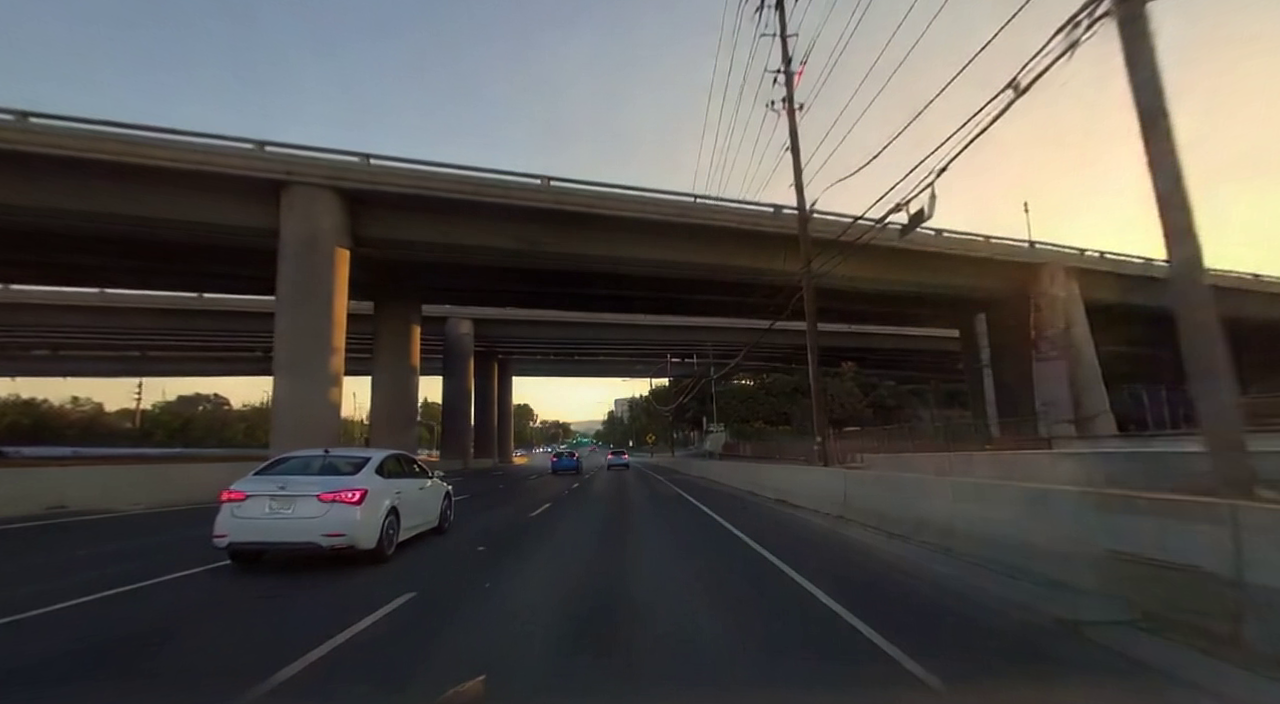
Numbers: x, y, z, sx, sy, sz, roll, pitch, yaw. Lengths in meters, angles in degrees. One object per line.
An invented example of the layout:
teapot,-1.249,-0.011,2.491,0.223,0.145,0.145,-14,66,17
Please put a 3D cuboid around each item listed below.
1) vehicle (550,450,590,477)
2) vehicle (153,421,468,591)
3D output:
vehicle,-4.074,6.562,37.279,1.946,1.437,4.154,0,-8,-1
vehicle,-3.859,1.846,8.472,1.925,1.666,4.271,0,-8,-1
